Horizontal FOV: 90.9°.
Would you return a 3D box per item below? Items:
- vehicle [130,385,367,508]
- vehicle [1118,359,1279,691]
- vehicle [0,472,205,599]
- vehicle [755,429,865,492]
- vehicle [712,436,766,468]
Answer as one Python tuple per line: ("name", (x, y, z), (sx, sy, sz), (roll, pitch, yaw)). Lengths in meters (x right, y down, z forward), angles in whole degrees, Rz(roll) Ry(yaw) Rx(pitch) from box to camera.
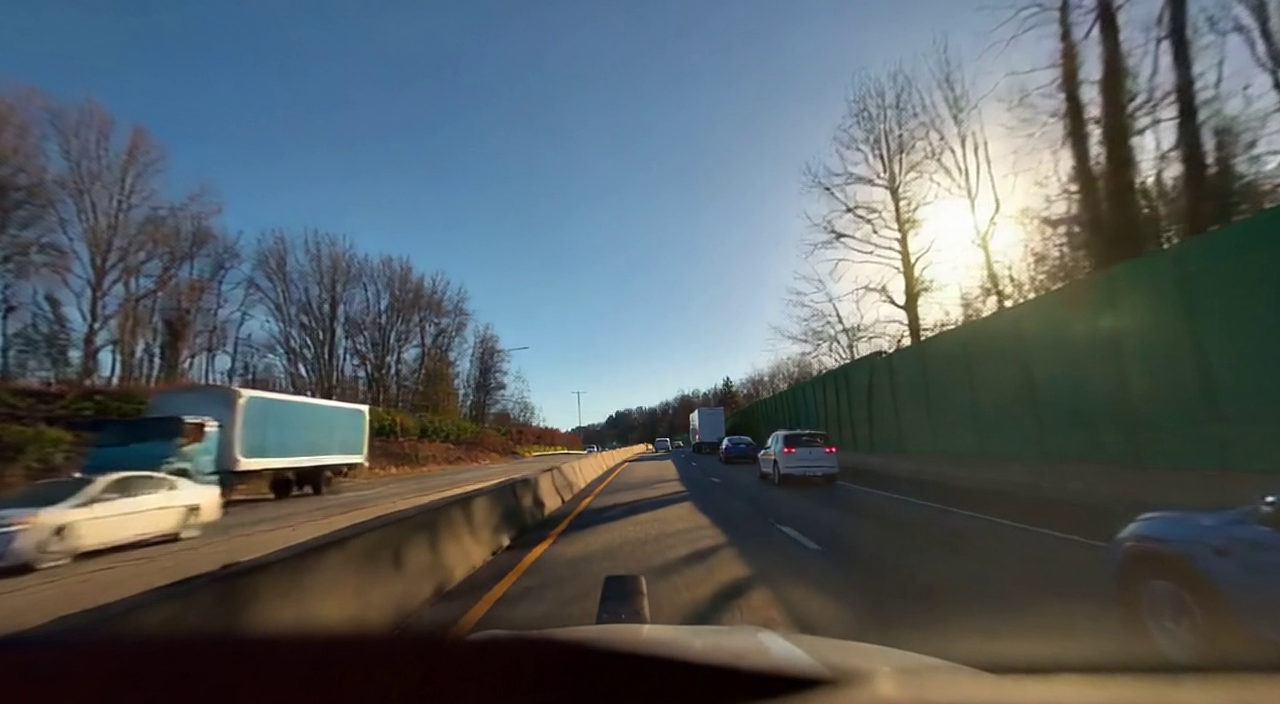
("vehicle", (-13.951, 3.546, 23.981), (2.992, 3.720, 9.676), (1, -8, -2))
("vehicle", (4.350, 0.722, 2.037), (2.110, 1.684, 4.390), (0, -8, 0))
("vehicle", (-9.277, 2.743, 10.030), (1.804, 1.447, 4.181), (1, -8, -2))
("vehicle", (4.609, 2.988, 17.738), (1.940, 1.539, 4.005), (0, -8, 0))
("vehicle", (4.950, 5.069, 32.084), (2.000, 1.473, 4.440), (0, -8, 0))
